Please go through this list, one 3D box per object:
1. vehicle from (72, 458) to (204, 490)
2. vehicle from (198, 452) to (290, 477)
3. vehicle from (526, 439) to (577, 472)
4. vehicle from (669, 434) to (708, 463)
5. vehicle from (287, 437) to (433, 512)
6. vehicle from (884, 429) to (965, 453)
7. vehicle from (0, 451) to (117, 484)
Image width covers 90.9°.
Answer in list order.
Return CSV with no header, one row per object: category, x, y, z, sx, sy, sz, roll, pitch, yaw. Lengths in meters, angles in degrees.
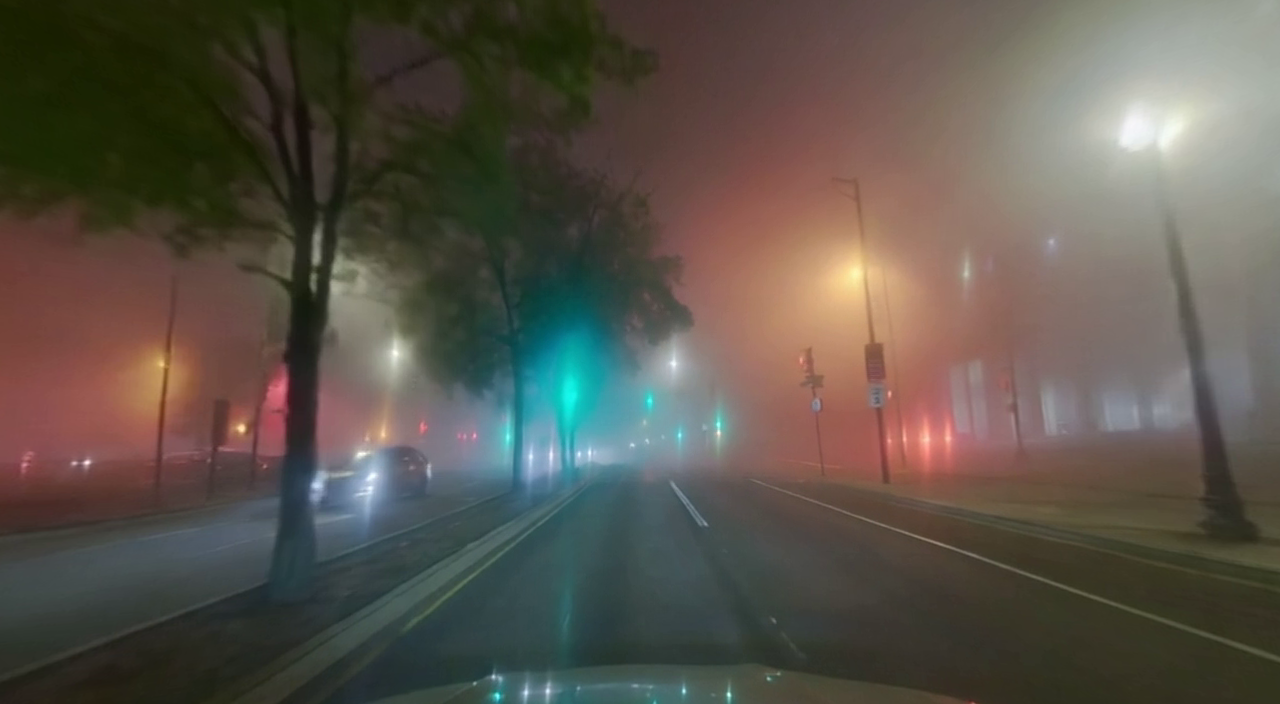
vehicle,-24.868,6.040,31.332,4.815,1.469,2.056,0,-8,1
vehicle,-24.569,6.982,39.220,4.359,1.457,2.043,0,-8,2
vehicle,-4.652,5.531,33.842,1.991,1.614,4.718,0,-8,1
vehicle,3.048,6.192,40.503,2.129,1.719,4.205,0,-8,-1
vehicle,-7.575,3.328,17.660,1.962,1.807,4.541,0,-8,1
vehicle,18.973,5.975,42.193,4.459,1.525,1.956,0,-8,0
vehicle,-33.175,6.554,35.958,4.673,1.771,2.118,0,-9,1
